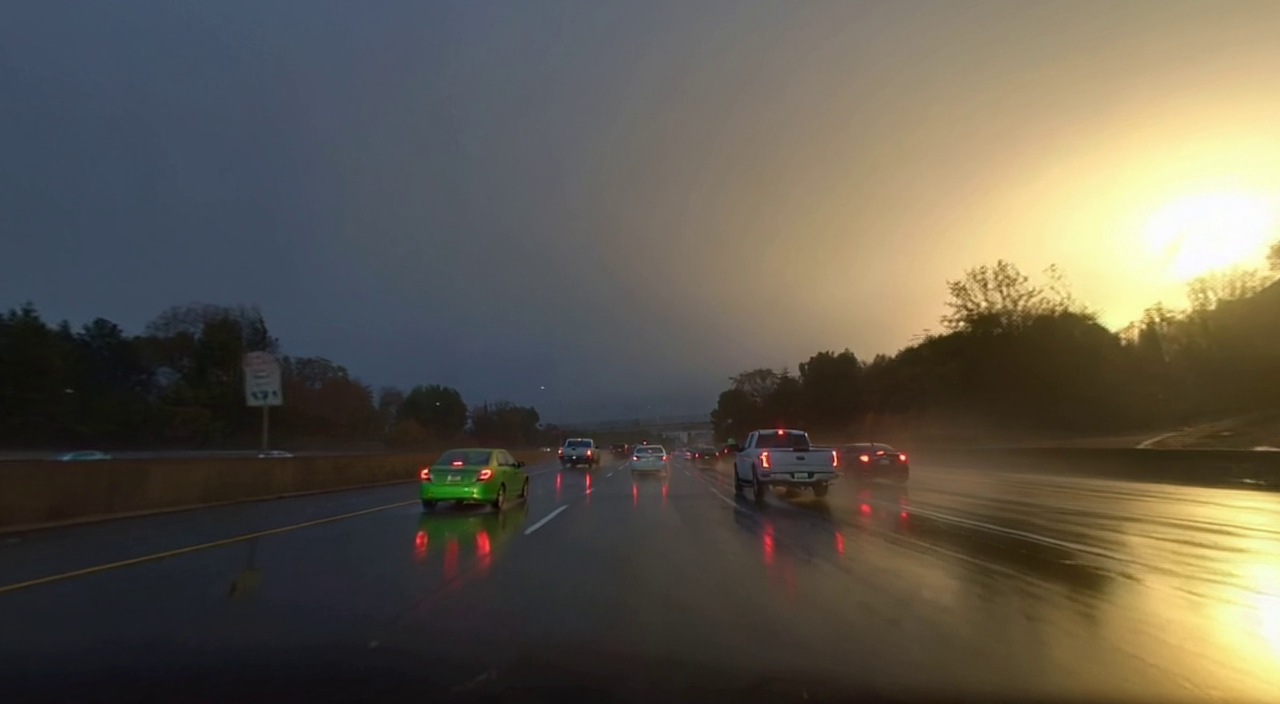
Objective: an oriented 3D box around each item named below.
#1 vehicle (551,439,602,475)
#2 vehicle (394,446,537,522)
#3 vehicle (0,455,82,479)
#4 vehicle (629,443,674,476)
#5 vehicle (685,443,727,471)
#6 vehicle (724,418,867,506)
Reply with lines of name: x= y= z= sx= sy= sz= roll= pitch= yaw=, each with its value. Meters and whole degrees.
vehicle: x=-3.346 y=5.708 z=34.382 sx=2.176 sy=1.783 sz=4.799 roll=0 pitch=-9 yaw=1
vehicle: x=-3.681 y=2.842 z=14.179 sx=1.947 sy=1.424 sz=4.264 roll=0 pitch=-9 yaw=1
vehicle: x=-42.360 y=8.046 z=44.415 sx=1.825 sy=1.533 sz=4.428 roll=0 pitch=-9 yaw=0
vehicle: x=0.582 y=5.452 z=32.254 sx=2.147 sy=1.572 sz=4.094 roll=0 pitch=-9 yaw=0
vehicle: x=4.204 y=6.762 z=40.750 sx=2.145 sy=1.636 sz=4.437 roll=0 pitch=-9 yaw=-1
vehicle: x=3.832 y=2.861 z=16.820 sx=2.340 sy=1.925 sz=5.529 roll=0 pitch=-9 yaw=-1
